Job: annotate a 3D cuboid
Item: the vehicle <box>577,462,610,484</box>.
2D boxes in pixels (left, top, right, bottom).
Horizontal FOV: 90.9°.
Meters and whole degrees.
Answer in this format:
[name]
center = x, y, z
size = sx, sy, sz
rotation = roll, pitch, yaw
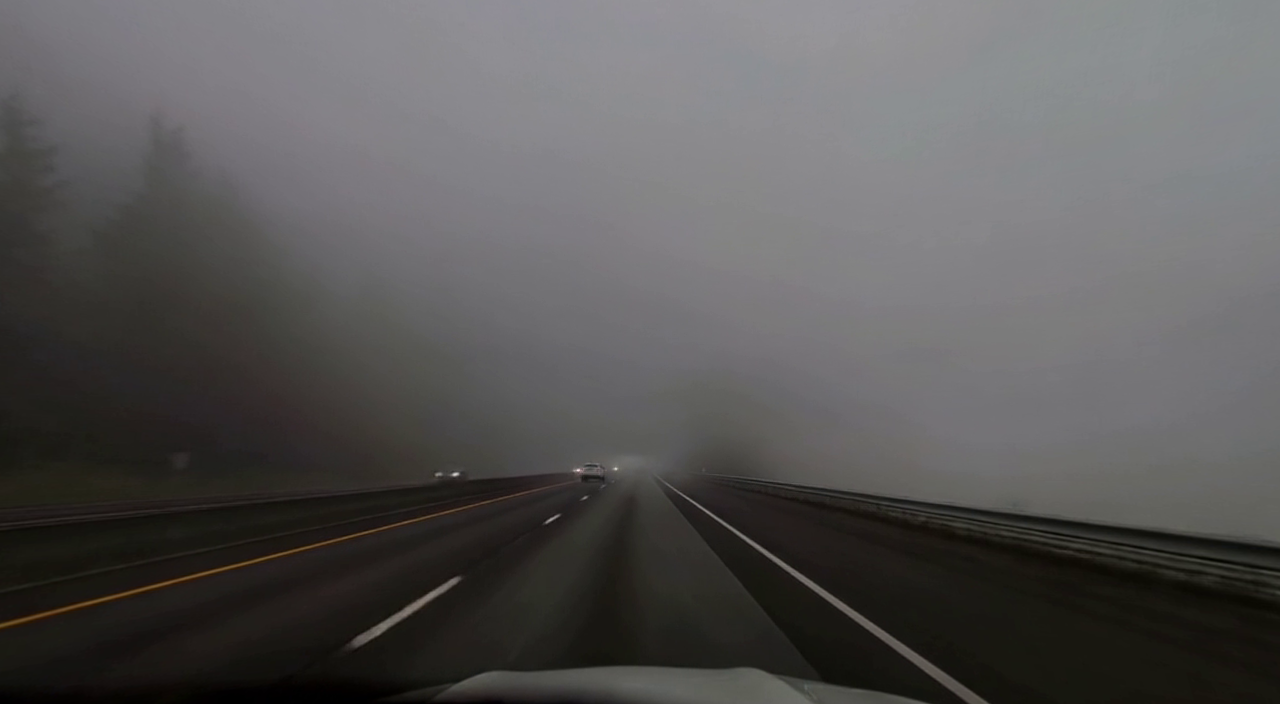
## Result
[vehicle]
center = -3.556, 9.424, 49.223
size = 2.180, 1.618, 4.219
rotation = 1, -10, 1
